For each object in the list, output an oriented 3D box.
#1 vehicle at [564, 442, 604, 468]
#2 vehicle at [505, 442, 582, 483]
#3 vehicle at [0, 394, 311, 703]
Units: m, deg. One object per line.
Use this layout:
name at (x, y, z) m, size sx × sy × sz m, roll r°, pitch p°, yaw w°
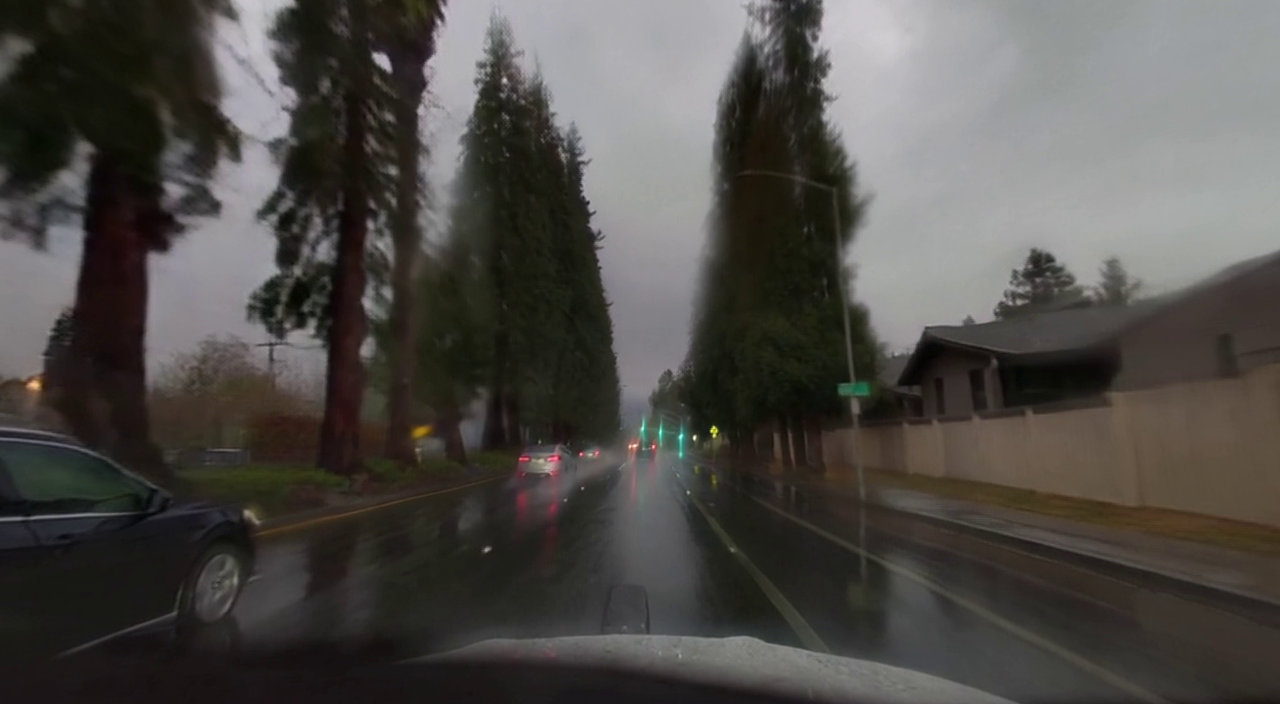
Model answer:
vehicle at (-3.553, 6.609, 40.584) m, size 2.110 × 1.529 × 4.743 m, roll 0°, pitch -8°, yaw 1°
vehicle at (-3.733, 4.371, 25.289) m, size 2.188 × 1.473 × 4.651 m, roll 0°, pitch -8°, yaw 2°
vehicle at (-4.061, 0.997, 3.078) m, size 2.190 × 1.545 × 4.943 m, roll 0°, pitch -8°, yaw 1°
